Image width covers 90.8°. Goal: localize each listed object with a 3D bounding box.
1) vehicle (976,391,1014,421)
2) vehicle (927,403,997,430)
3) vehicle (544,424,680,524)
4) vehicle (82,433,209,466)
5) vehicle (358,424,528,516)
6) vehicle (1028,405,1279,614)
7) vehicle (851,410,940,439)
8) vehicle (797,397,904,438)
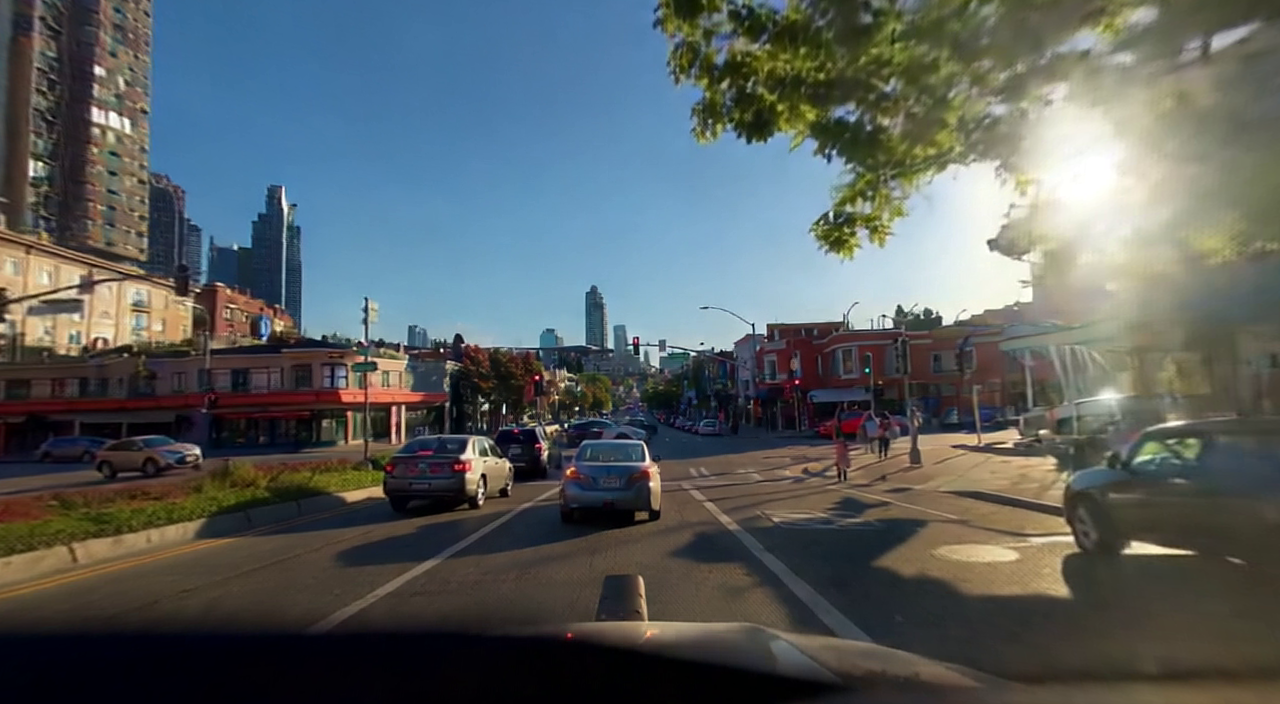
[{"bbox_3d":[27.075,4.169,48.053,2.152,1.993,5.078,-6,-10,31],"label":"vehicle"},{"bbox_3d":[21.187,4.300,41.443,5.017,1.542,2.055,6,-11,-38],"label":"vehicle"},{"bbox_3d":[-0.437,2.159,11.681,2.082,1.520,3.896,0,-8,0],"label":"vehicle"},{"bbox_3d":[-23.223,4.595,29.756,4.453,1.471,1.921,-1,-8,4],"label":"vehicle"},{"bbox_3d":[-3.700,2.304,12.839,1.934,1.522,4.464,0,-8,1],"label":"vehicle"},{"bbox_3d":[6.217,1.431,6.106,1.904,1.705,4.510,0,-8,-2],"label":"vehicle"},{"bbox_3d":[15.174,4.333,37.529,4.775,1.604,1.915,3,-9,-21],"label":"vehicle"},{"bbox_3d":[13.772,4.358,41.374,6.541,2.480,2.259,3,-9,-19],"label":"vehicle"}]
